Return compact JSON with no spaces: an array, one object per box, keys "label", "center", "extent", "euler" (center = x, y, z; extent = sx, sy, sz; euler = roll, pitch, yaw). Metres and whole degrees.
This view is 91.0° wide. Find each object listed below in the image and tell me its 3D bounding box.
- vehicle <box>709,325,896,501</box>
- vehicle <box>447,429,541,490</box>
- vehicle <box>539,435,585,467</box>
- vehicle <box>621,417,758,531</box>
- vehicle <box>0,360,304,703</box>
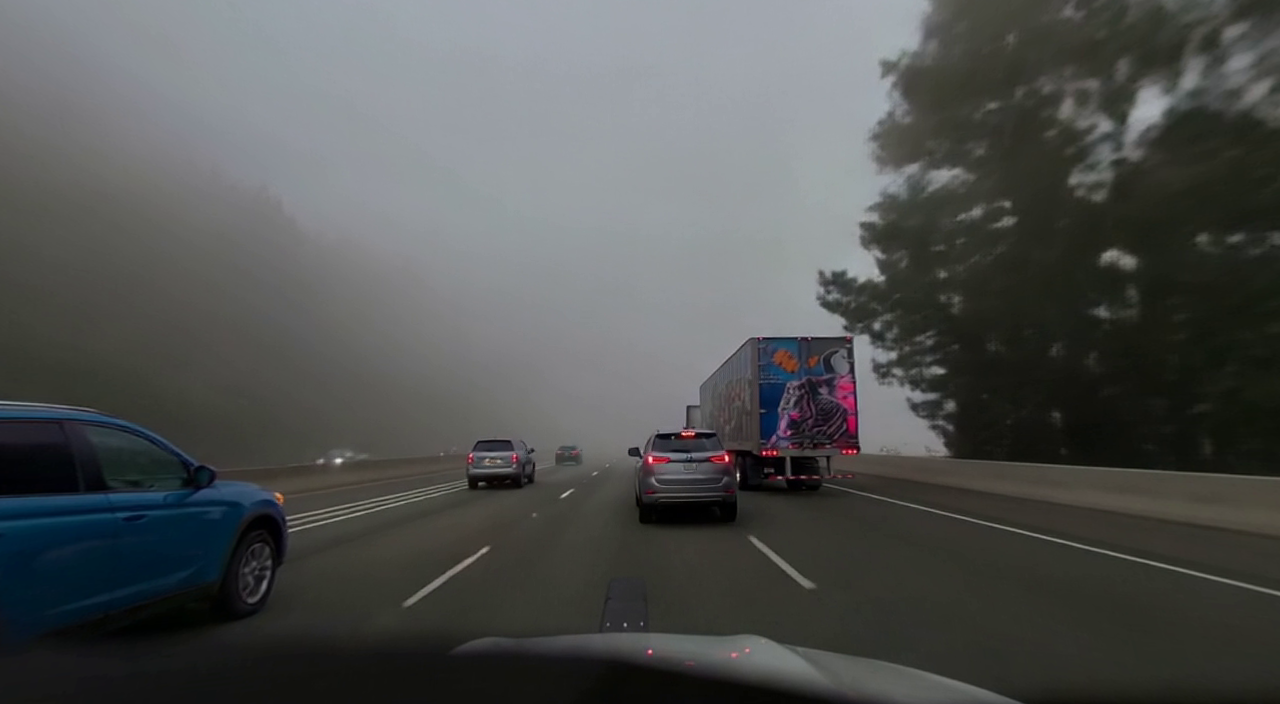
[{"label":"vehicle","center":[4.526,2.397,21.768],"extent":[2.828,4.081,14.220],"euler":[0,-8,1]},{"label":"vehicle","center":[-4.256,3.200,19.015],"extent":[1.905,1.642,3.803],"euler":[0,-8,0]},{"label":"vehicle","center":[-4.411,5.646,36.044],"extent":[2.014,1.683,4.275],"euler":[0,-8,1]},{"label":"vehicle","center":[0.699,2.065,11.163],"extent":[2.017,1.662,3.543],"euler":[0,-8,-1]},{"label":"vehicle","center":[-4.038,0.932,3.364],"extent":[1.983,1.666,4.452],"euler":[0,-8,0]}]
